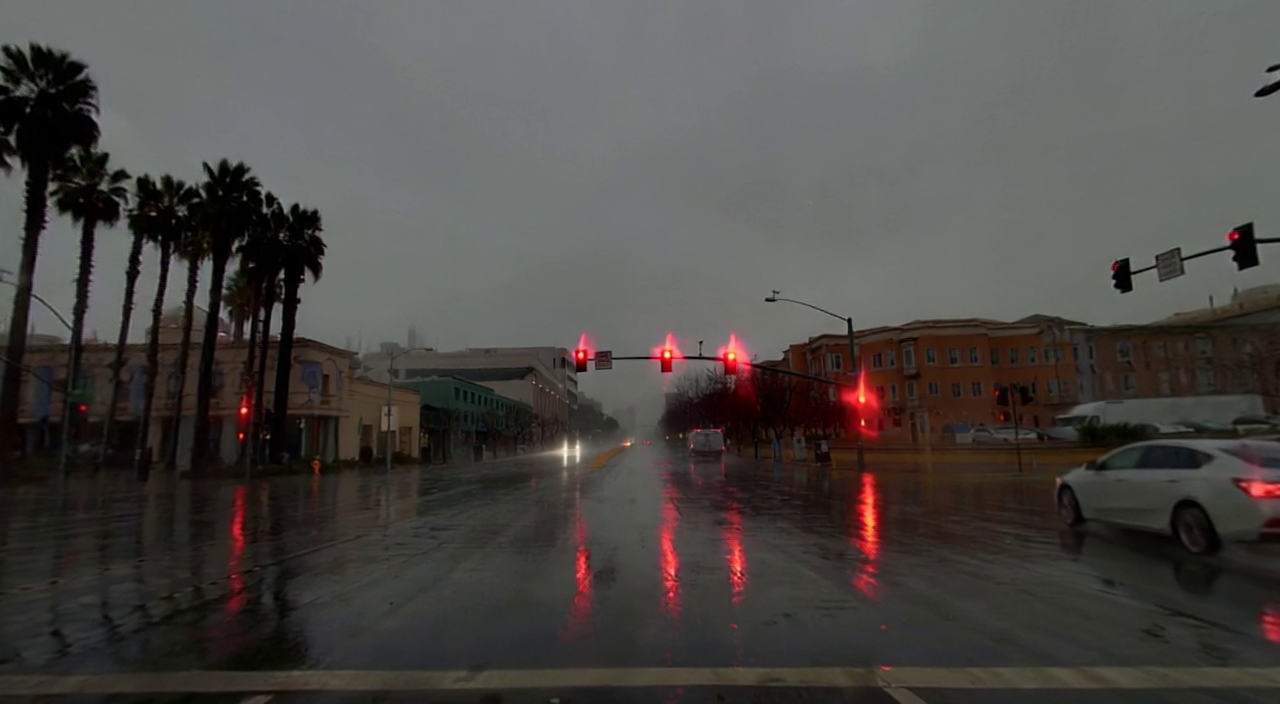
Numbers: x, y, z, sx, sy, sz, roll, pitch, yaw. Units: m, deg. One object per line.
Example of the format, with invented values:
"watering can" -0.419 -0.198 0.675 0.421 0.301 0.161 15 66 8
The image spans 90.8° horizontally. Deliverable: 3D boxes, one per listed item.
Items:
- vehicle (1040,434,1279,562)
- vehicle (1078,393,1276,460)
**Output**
"vehicle" 8.365 1.966 9.075 2.003 1.475 4.520 1 -9 -5
"vehicle" 32.627 4.721 39.336 2.863 3.609 10.252 0 -8 -3
